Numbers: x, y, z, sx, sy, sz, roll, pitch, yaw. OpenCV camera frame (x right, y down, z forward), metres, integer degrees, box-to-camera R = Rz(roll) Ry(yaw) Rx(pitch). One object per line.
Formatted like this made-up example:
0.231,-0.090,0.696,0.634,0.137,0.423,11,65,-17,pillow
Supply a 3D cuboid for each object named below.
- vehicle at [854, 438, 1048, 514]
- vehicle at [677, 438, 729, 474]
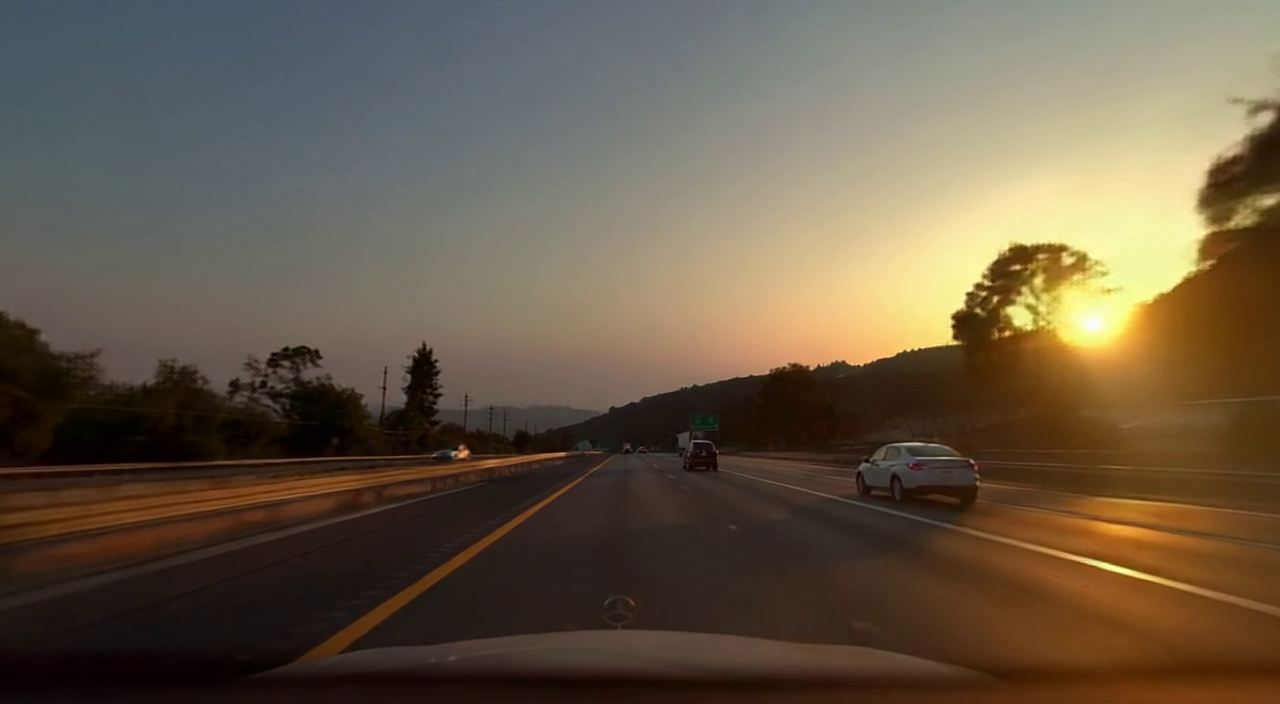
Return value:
7.081,2.845,15.155,2.046,1.509,4.929,0,-8,-2,vehicle
3.268,5.509,33.760,2.141,1.785,4.778,0,-8,-2,vehicle
